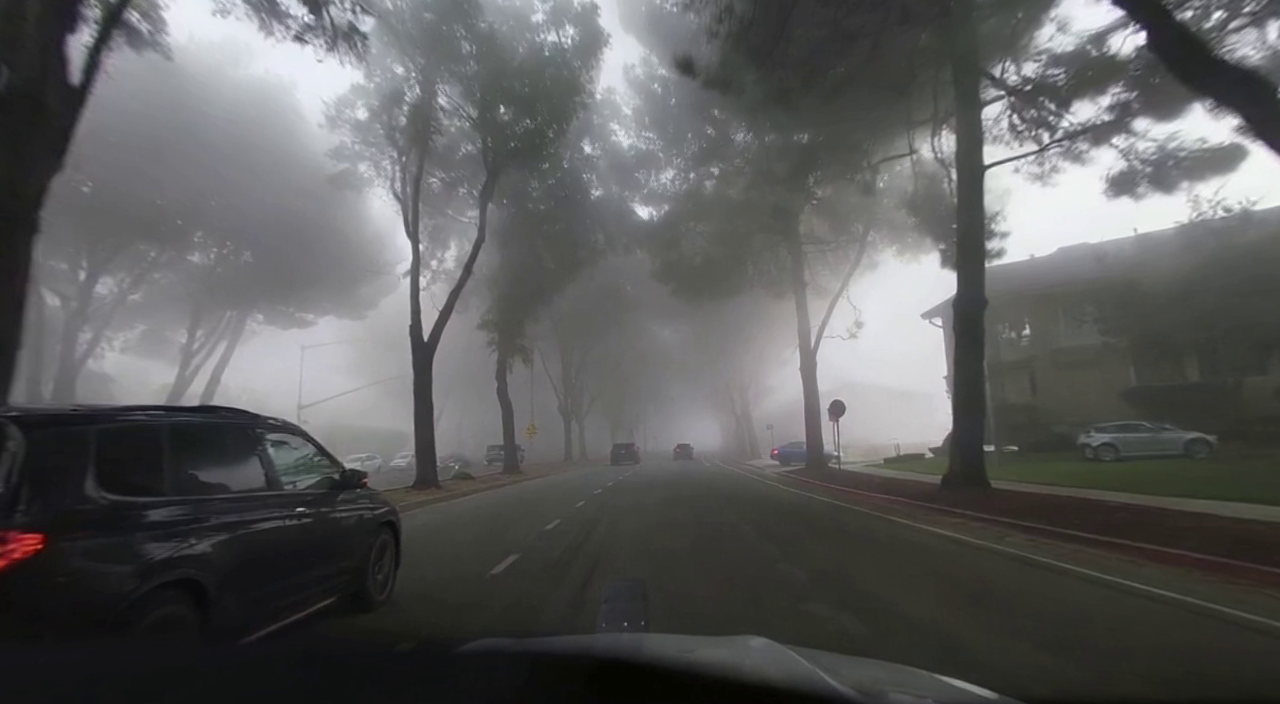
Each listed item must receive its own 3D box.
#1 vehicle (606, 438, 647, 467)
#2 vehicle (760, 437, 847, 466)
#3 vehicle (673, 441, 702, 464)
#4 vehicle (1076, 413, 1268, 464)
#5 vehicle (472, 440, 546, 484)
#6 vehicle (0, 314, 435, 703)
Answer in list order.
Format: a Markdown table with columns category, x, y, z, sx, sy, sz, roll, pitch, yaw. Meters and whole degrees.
| category | x | y | z | sx | sy | sz | roll | pitch | yaw |
| --- | --- | --- | --- | --- | --- | --- | --- | --- | --- |
| vehicle | -0.867 | 6.803 | 42.855 | 2.255 | 1.806 | 4.710 | -1 | -9 | 6 |
| vehicle | 9.661 | 5.921 | 37.448 | 4.824 | 1.646 | 2.077 | -2 | -9 | 13 |
| vehicle | 3.565 | 7.639 | 47.990 | 2.088 | 1.597 | 4.309 | -1 | -9 | 3 |
| vehicle | 17.762 | 2.924 | 21.289 | 4.420 | 1.607 | 2.098 | -1 | -8 | 6 |
| vehicle | -5.450 | 4.620 | 26.780 | 1.985 | 1.708 | 4.310 | -1 | -9 | 4 |
| vehicle | -3.139 | 1.067 | 4.129 | 2.123 | 1.761 | 4.322 | 0 | -9 | 0 |
